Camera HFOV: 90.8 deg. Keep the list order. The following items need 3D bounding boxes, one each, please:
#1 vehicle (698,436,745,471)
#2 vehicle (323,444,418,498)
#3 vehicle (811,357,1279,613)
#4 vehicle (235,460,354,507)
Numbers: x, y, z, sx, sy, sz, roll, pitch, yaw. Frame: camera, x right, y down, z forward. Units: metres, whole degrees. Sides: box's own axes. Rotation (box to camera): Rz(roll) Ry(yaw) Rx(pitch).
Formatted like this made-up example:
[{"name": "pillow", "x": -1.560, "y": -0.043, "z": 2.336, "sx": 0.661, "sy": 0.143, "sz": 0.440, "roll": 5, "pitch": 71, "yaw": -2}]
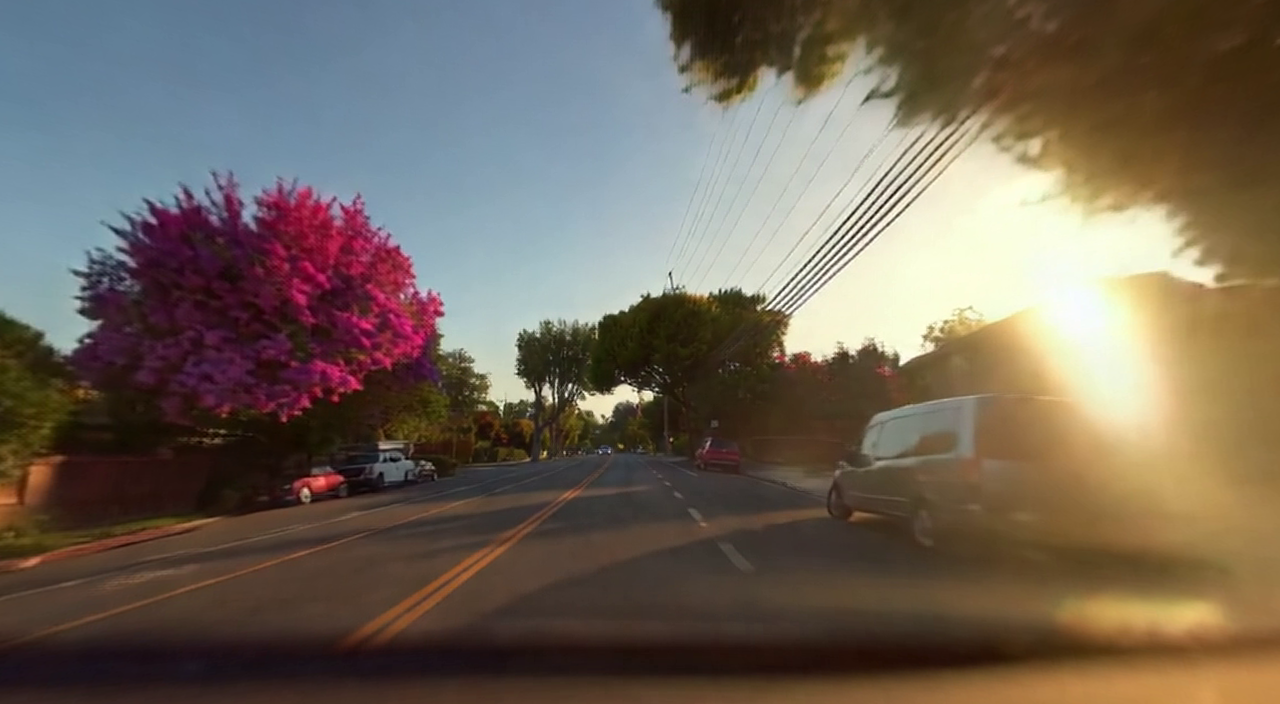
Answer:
[{"name": "vehicle", "x": 4.985, "y": 6.341, "z": 39.539, "sx": 2.238, "sy": 1.995, "sz": 5.491, "roll": 0, "pitch": -9, "yaw": 0}, {"name": "vehicle", "x": -13.316, "y": 5.855, "z": 31.738, "sx": 2.331, "sy": 2.265, "sz": 5.888, "roll": -2, "pitch": -8, "yaw": -1}, {"name": "vehicle", "x": 4.626, "y": 1.698, "z": 9.152, "sx": 2.578, "sy": 2.248, "sz": 7.011, "roll": -1, "pitch": -9, "yaw": 2}, {"name": "vehicle", "x": -13.416, "y": 5.094, "z": 24.932, "sx": 2.041, "sy": 1.573, "sz": 4.575, "roll": 0, "pitch": -9, "yaw": 1}]
